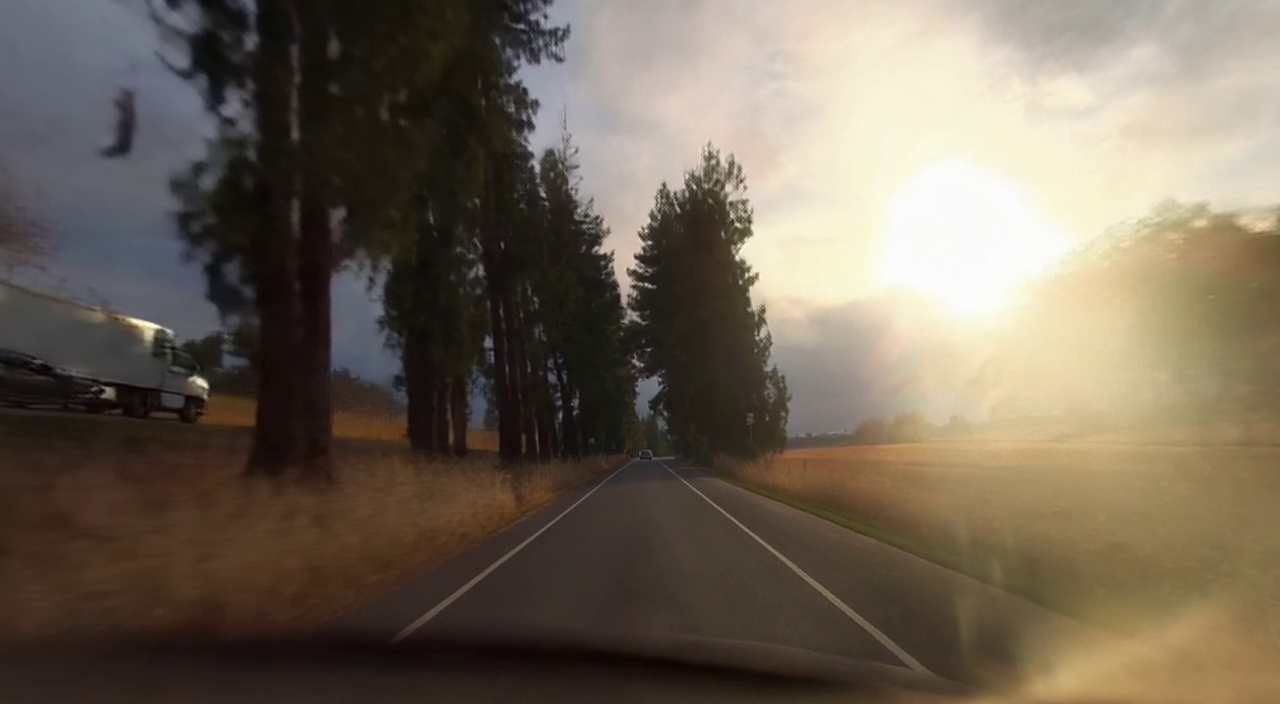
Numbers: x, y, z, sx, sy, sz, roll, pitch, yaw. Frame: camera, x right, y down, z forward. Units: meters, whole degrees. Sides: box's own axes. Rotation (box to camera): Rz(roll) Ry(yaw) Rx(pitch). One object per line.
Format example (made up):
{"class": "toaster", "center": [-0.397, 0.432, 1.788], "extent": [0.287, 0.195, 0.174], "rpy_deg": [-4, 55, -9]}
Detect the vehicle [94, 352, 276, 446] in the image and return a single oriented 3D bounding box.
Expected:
{"class": "vehicle", "center": [-23.738, 2.657, 33.772], "extent": [3.022, 4.324, 8.607], "rpy_deg": [-1, -7, 2]}

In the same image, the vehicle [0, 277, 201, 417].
{"class": "vehicle", "center": [-24.653, -0.333, 23.971], "extent": [3.314, 4.163, 16.558], "rpy_deg": [-1, -11, 3]}
